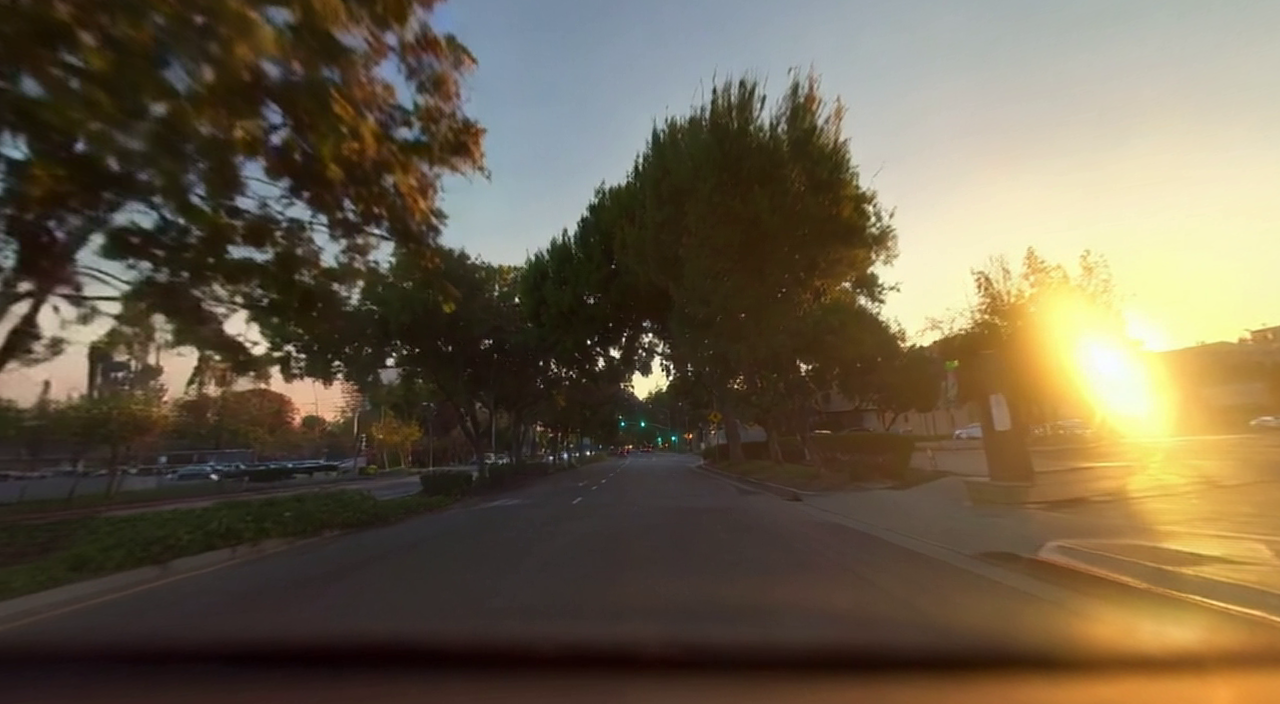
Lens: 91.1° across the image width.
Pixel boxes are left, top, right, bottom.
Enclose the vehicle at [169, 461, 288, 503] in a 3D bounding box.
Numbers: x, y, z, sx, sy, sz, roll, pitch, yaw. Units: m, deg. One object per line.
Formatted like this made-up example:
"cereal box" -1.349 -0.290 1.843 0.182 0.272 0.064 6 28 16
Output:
"vehicle" -17.381 5.467 26.824 1.861 1.541 4.530 0 -9 3
